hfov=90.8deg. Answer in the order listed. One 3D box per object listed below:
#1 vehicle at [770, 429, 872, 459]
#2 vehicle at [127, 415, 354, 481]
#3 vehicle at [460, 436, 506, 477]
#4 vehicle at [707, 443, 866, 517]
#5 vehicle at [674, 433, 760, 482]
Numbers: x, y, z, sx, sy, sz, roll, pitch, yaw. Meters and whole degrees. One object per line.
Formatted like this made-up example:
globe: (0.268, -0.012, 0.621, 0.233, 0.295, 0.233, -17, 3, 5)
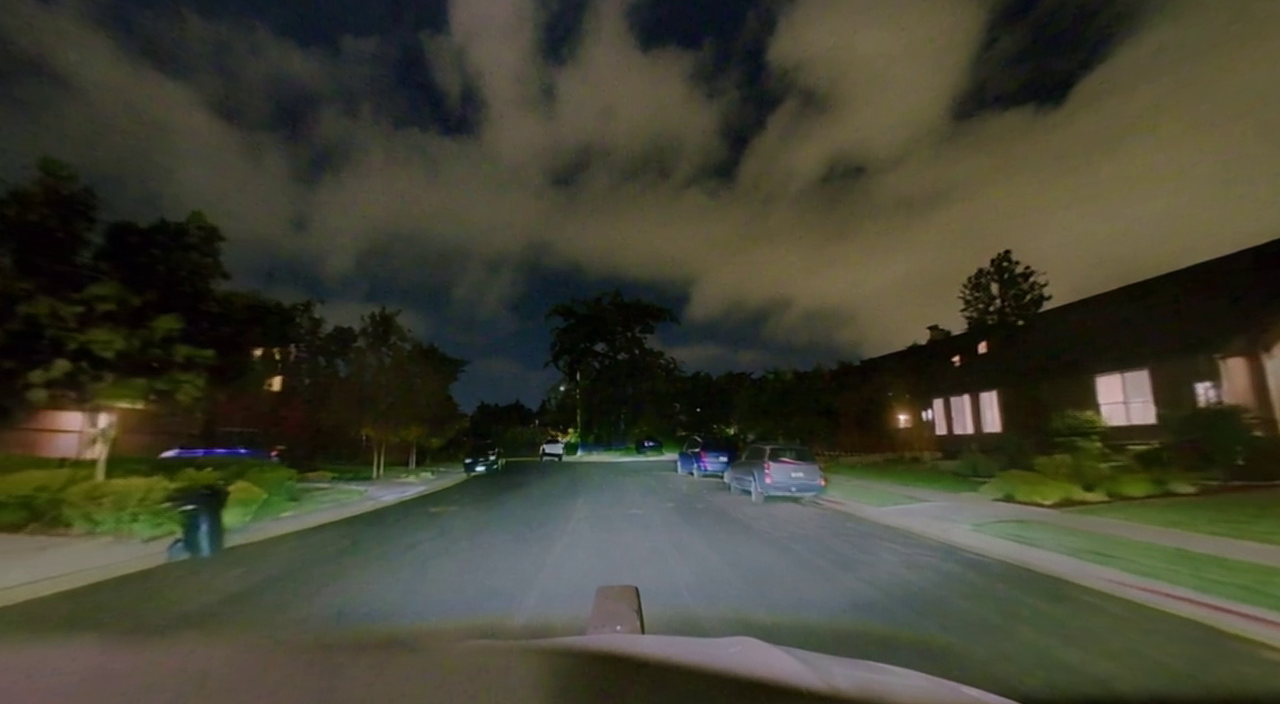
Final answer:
vehicle: (9.594, 4.875, 33.547, 4.940, 1.477, 2.015, 3, -9, -21)
vehicle: (-13.371, 3.268, 21.726, 6.197, 1.824, 2.113, 0, -9, -18)
vehicle: (-7.837, 5.121, 31.263, 1.976, 1.855, 4.299, 3, -8, -16)
vehicle: (3.239, 2.932, 15.195, 1.984, 1.437, 4.726, 1, -8, -10)
vehicle: (2.876, 4.075, 24.873, 1.993, 1.720, 4.583, 2, -8, -11)
